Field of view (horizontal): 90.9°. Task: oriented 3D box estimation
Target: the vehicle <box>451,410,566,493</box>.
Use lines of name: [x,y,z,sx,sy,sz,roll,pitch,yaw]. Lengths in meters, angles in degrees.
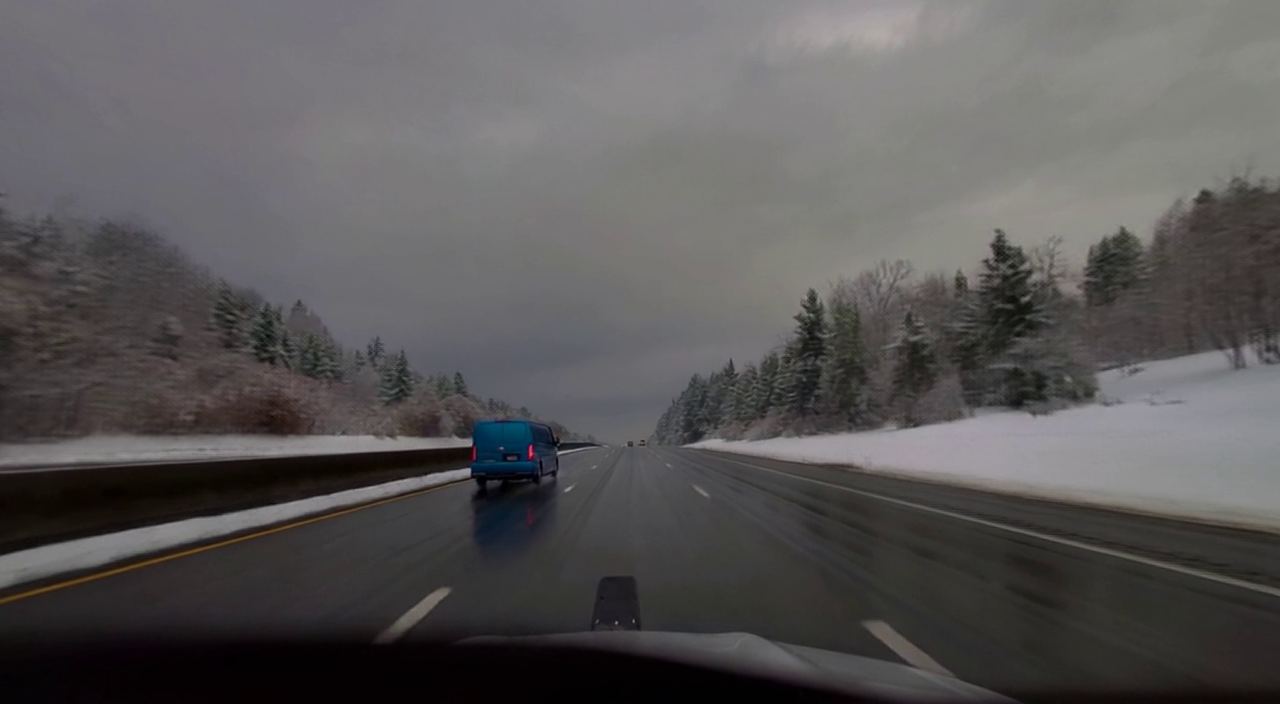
vehicle: [-3.514,2.772,17.938,2.297,2.011,4.736,0,-8,-1]
